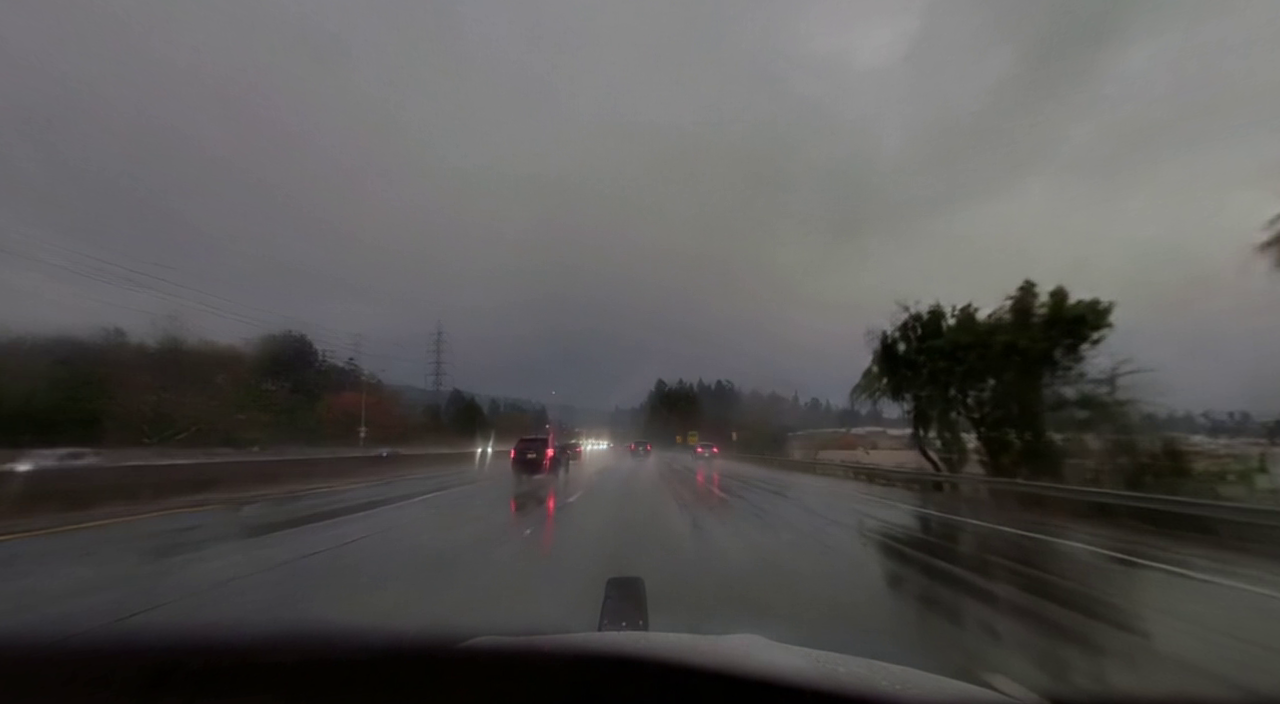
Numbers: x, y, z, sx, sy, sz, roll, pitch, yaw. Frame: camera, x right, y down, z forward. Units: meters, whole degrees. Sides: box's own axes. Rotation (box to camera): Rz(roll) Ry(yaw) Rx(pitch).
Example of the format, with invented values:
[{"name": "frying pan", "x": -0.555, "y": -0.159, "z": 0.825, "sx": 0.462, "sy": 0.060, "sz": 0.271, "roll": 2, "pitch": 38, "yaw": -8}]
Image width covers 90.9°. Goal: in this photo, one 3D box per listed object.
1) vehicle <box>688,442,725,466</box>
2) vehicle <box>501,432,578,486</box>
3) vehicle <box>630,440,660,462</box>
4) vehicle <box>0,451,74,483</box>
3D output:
[{"name": "vehicle", "x": 4.316, "y": 6.683, "z": 41.553, "sx": 1.964, "sy": 1.479, "sz": 4.252, "roll": 0, "pitch": -8, "yaw": -1}, {"name": "vehicle", "x": -3.388, "y": 3.702, "z": 22.090, "sx": 1.961, "sy": 1.704, "sz": 4.052, "roll": 0, "pitch": -8, "yaw": 1}, {"name": "vehicle", "x": 0.384, "y": 7.622, "z": 48.595, "sx": 2.156, "sy": 1.647, "sz": 3.987, "roll": 0, "pitch": -8, "yaw": 1}, {"name": "vehicle", "x": -32.844, "y": 6.008, "z": 33.207, "sx": 1.834, "sy": 1.535, "sz": 4.572, "roll": 0, "pitch": -8, "yaw": 0}]
